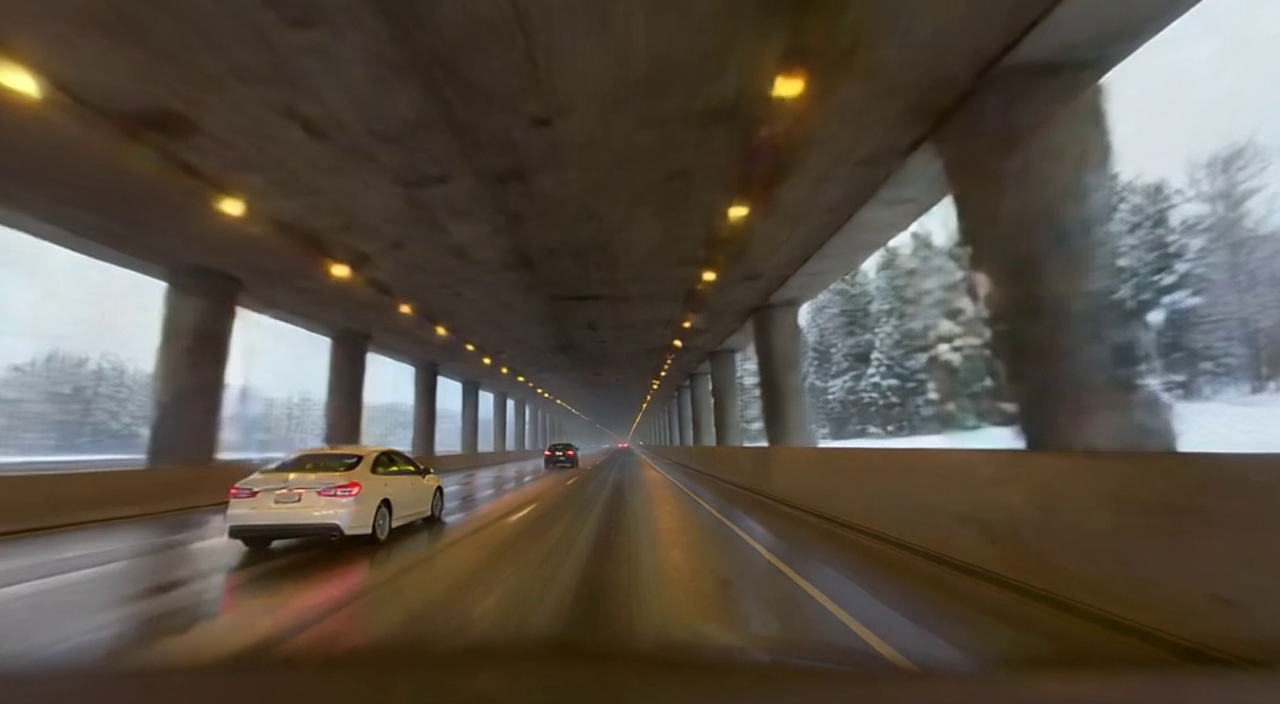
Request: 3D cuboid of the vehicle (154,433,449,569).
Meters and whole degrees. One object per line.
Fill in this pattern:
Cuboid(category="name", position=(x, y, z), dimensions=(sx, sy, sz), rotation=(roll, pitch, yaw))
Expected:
Cuboid(category="vehicle", position=(-4.301, 1.914, 8.952), dimensions=(1.885, 1.424, 4.230), rotation=(0, -8, -1))

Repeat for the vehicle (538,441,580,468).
Cuboid(category="vehicle", position=(-4.734, 6.019, 37.365), dimensions=(1.973, 1.474, 4.199), rotation=(0, -8, -1))
